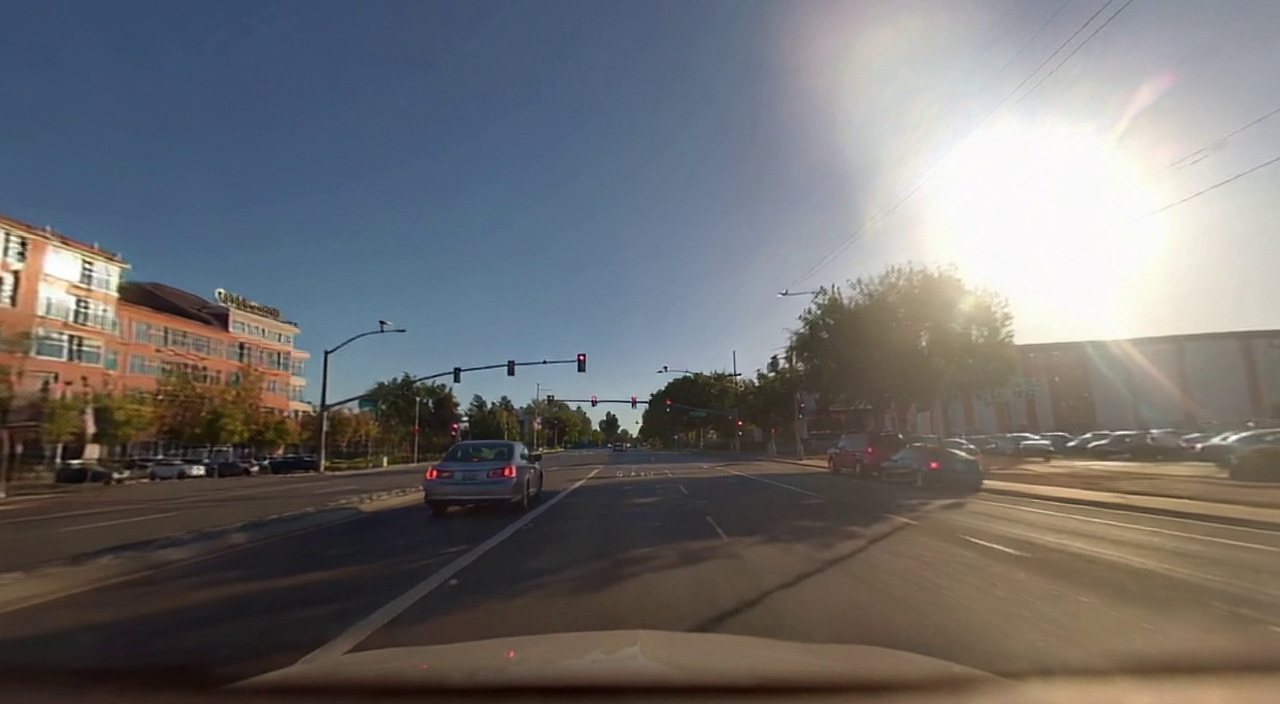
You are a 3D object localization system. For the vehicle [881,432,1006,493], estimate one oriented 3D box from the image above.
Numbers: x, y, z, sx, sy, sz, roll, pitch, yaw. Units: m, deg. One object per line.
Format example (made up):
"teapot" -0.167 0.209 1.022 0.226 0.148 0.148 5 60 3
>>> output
"vehicle" 10.337 3.776 22.026 1.998 1.862 4.658 0 -8 0

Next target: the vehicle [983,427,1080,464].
"vehicle" 26.766 6.434 43.642 2.320 2.321 7.026 0 -8 1

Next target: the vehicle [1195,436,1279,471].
"vehicle" 28.878 4.703 29.463 1.891 1.504 4.551 0 -8 1

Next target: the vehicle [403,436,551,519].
"vehicle" -3.202 2.538 13.335 2.185 1.473 3.925 0 -8 -2

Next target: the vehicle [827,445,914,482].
"vehicle" 10.158 4.928 28.258 1.987 1.487 4.753 0 -8 -2
